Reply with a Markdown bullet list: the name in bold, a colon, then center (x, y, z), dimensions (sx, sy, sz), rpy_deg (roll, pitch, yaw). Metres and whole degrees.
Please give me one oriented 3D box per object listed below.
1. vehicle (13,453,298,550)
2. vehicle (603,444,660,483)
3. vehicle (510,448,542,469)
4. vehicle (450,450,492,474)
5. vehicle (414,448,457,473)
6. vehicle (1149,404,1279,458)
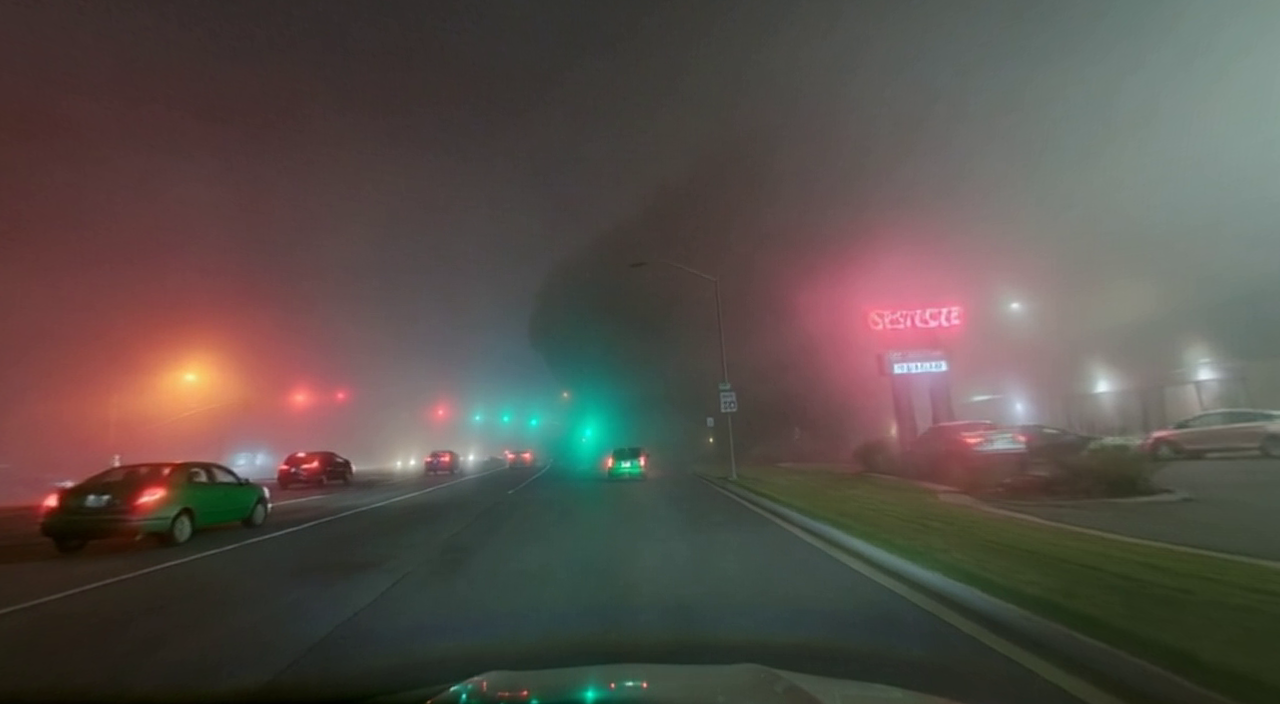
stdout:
- **vehicle**: center (-8.763, 2.686, 12.110), dimensions (1.958, 1.455, 4.504), rpy_deg (0, -9, -2)
- **vehicle**: center (-0.262, 4.663, 26.719), dimensions (2.070, 1.493, 4.570), rpy_deg (-1, -9, 3)
- **vehicle**: center (-8.755, 8.188, 48.861), dimensions (1.912, 1.487, 4.471), rpy_deg (0, -9, -4)
- **vehicle**: center (-11.301, 7.354, 42.493), dimensions (1.905, 1.482, 4.463), rpy_deg (1, -9, -5)
- **vehicle**: center (-15.034, 7.991, 46.722), dimensions (2.020, 1.709, 4.343), rpy_deg (1, -9, -5)
- **vehicle**: center (18.177, 2.396, 18.736), dimensions (1.882, 1.463, 4.550), rpy_deg (1, -9, -10)
